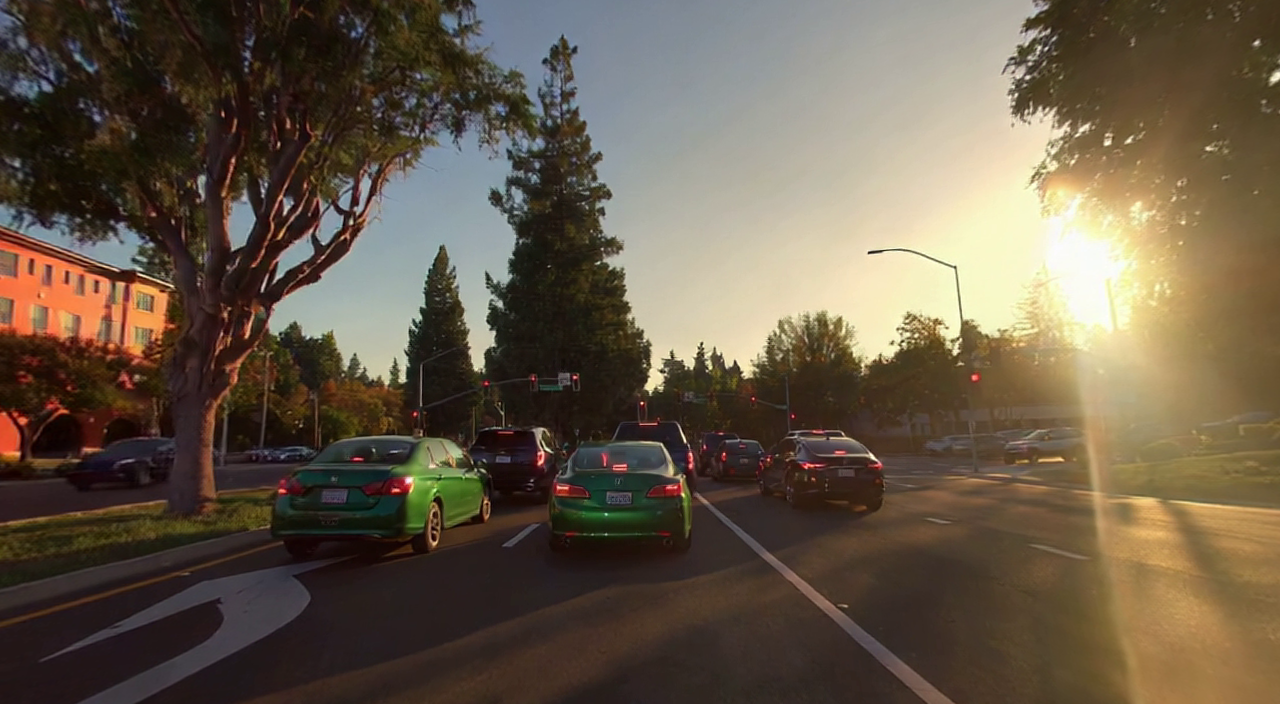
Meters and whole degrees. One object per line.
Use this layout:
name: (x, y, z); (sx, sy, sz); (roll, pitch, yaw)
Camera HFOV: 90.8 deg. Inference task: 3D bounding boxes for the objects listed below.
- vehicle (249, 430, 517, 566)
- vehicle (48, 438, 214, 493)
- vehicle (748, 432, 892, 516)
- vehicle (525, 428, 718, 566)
vehicle: (-3.195, 1.886, 8.952); (1.917, 1.441, 4.128); (-1, -8, 2)
vehicle: (-17.081, 3.797, 21.619); (2.094, 1.654, 4.786); (1, -8, -7)
vehicle: (3.552, 2.467, 13.279); (1.880, 1.476, 3.932); (0, -8, 1)
vehicle: (-0.207, 1.833, 8.711); (2.041, 1.450, 3.847); (0, -8, 0)
